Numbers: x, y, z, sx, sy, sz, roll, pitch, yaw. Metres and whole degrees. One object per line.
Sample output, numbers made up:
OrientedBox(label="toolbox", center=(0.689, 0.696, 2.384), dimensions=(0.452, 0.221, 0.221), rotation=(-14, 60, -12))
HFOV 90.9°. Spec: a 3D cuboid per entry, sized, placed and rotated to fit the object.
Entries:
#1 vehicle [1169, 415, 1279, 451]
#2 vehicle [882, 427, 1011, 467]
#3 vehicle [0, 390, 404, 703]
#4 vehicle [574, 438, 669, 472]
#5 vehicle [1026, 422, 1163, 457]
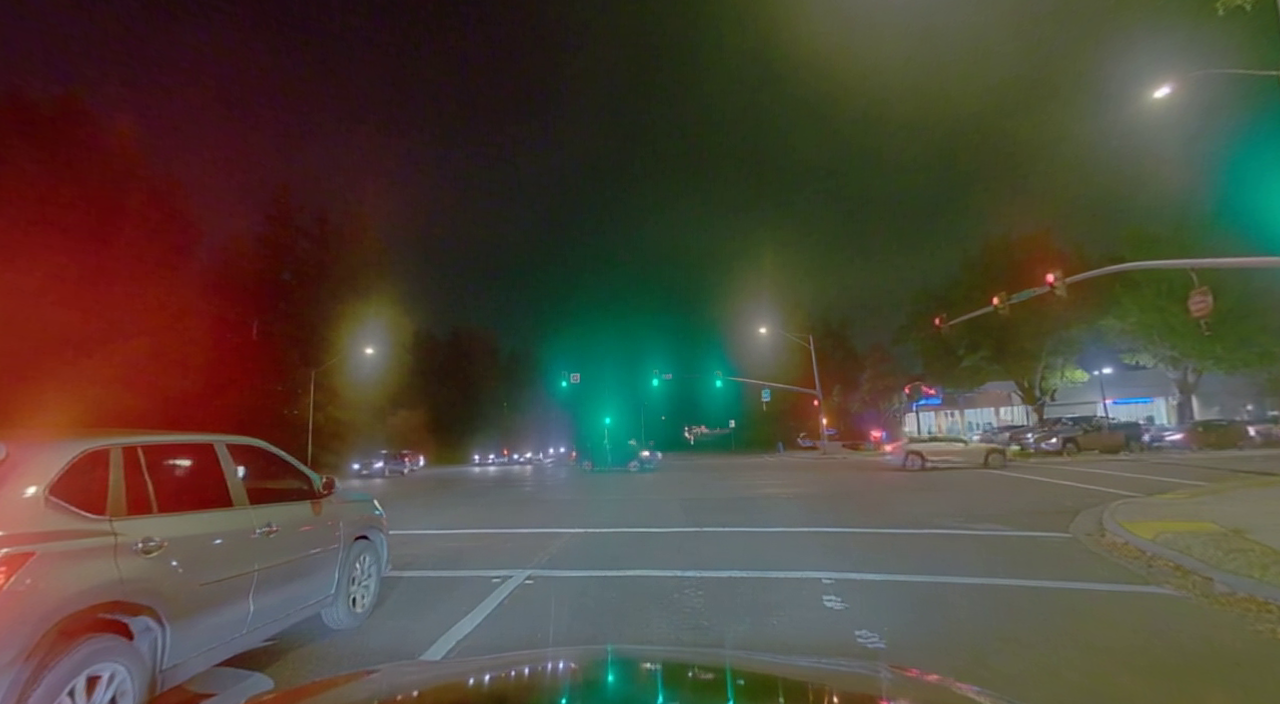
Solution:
OrientedBox(label="vehicle", center=(26.822, 3.663, 28.425), dimensions=(4.240, 1.540, 1.944), rotation=(0, -9, -4))
OrientedBox(label="vehicle", center=(12.004, 3.782, 24.993), dimensions=(4.180, 1.478, 1.986), rotation=(-2, -9, 12))
OrientedBox(label="vehicle", center=(-2.950, 0.984, 2.744), dimensions=(1.924, 1.482, 4.734), rotation=(0, -8, 1))
OrientedBox(label="vehicle", center=(-0.931, 4.768, 29.351), dimensions=(4.364, 1.450, 1.841), rotation=(-8, -12, 43))
OrientedBox(label="vehicle", center=(19.919, 3.858, 27.742), dimensions=(4.552, 1.492, 2.002), rotation=(0, -9, -4))
